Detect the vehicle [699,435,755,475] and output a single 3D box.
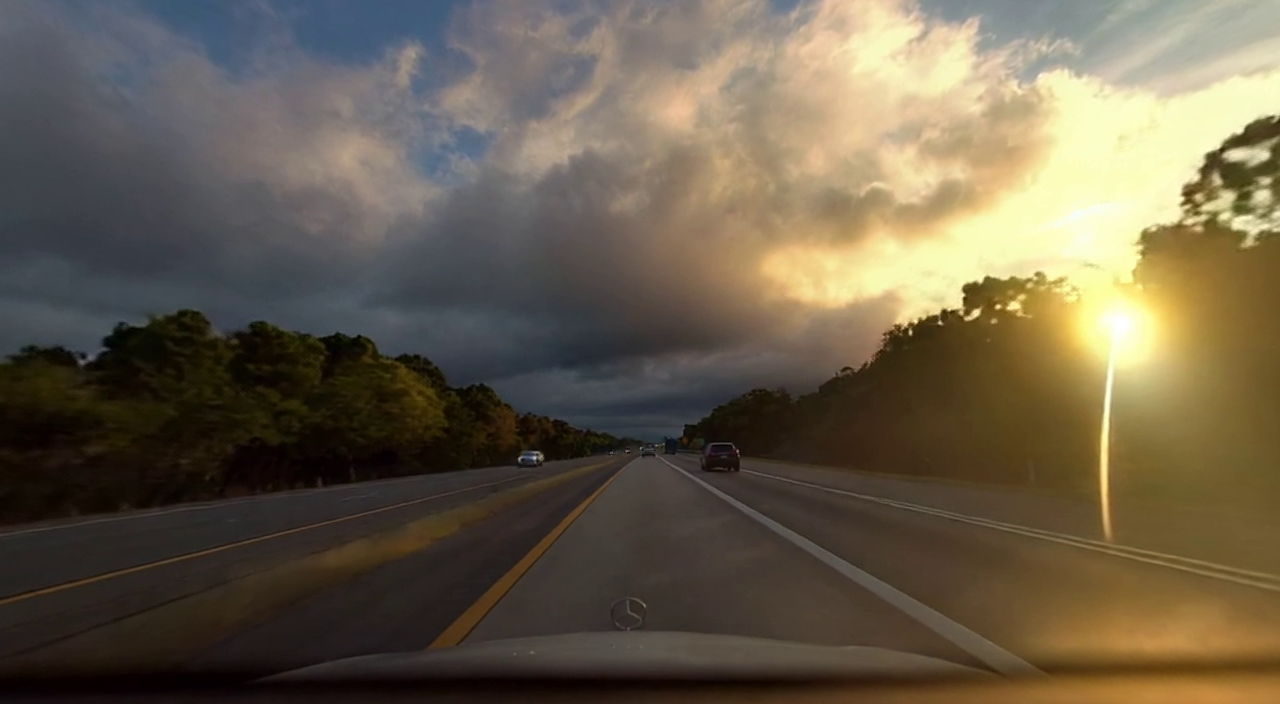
[{"bbox_3d":[4.596,5.545,34.115,2.189,2.007,4.872,0,-9,-1],"label":"vehicle"}]
